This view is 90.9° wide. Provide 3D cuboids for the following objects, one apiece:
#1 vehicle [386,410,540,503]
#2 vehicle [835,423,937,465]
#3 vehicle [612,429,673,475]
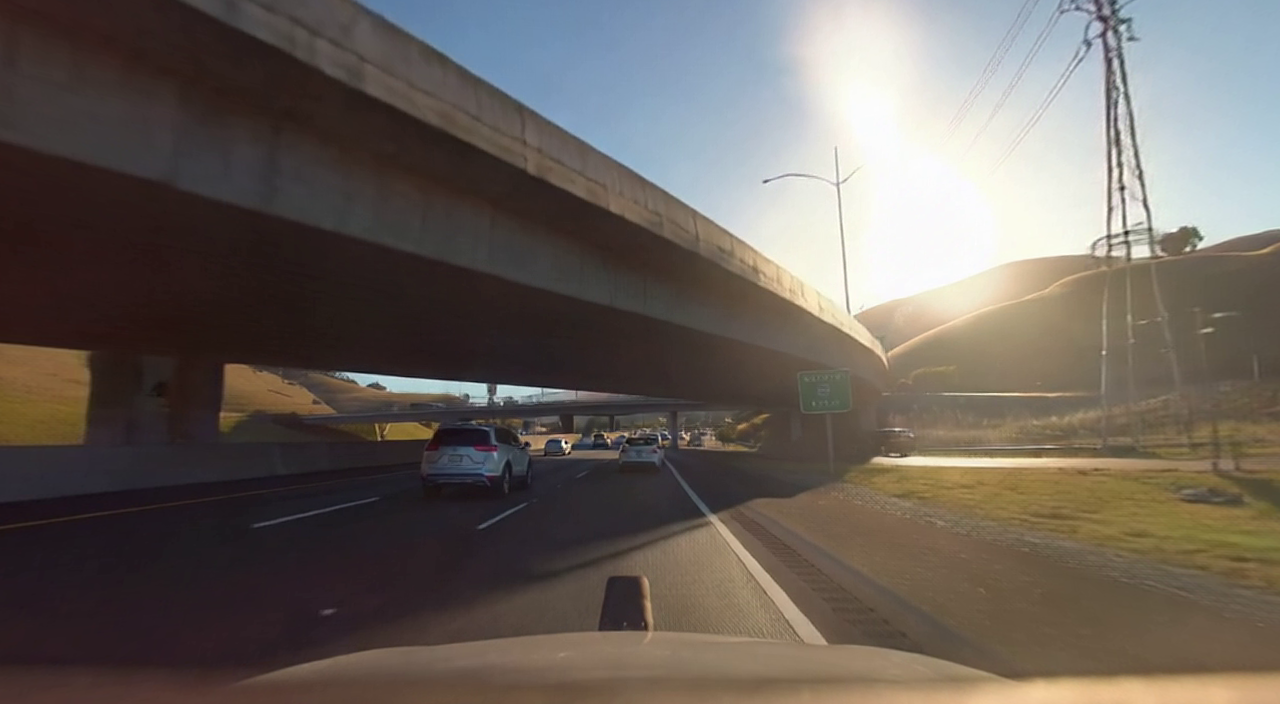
[{"bbox_3d":[-3.980,2.481,15.270,2.228,1.845,4.847,-1,-8,1],"label":"vehicle"},{"bbox_3d":[16.332,6.193,42.453,2.571,2.571,6.876,2,-9,-16],"label":"vehicle"},{"bbox_3d":[0.170,3.896,24.711,2.193,1.651,3.946,-1,-8,2],"label":"vehicle"}]
